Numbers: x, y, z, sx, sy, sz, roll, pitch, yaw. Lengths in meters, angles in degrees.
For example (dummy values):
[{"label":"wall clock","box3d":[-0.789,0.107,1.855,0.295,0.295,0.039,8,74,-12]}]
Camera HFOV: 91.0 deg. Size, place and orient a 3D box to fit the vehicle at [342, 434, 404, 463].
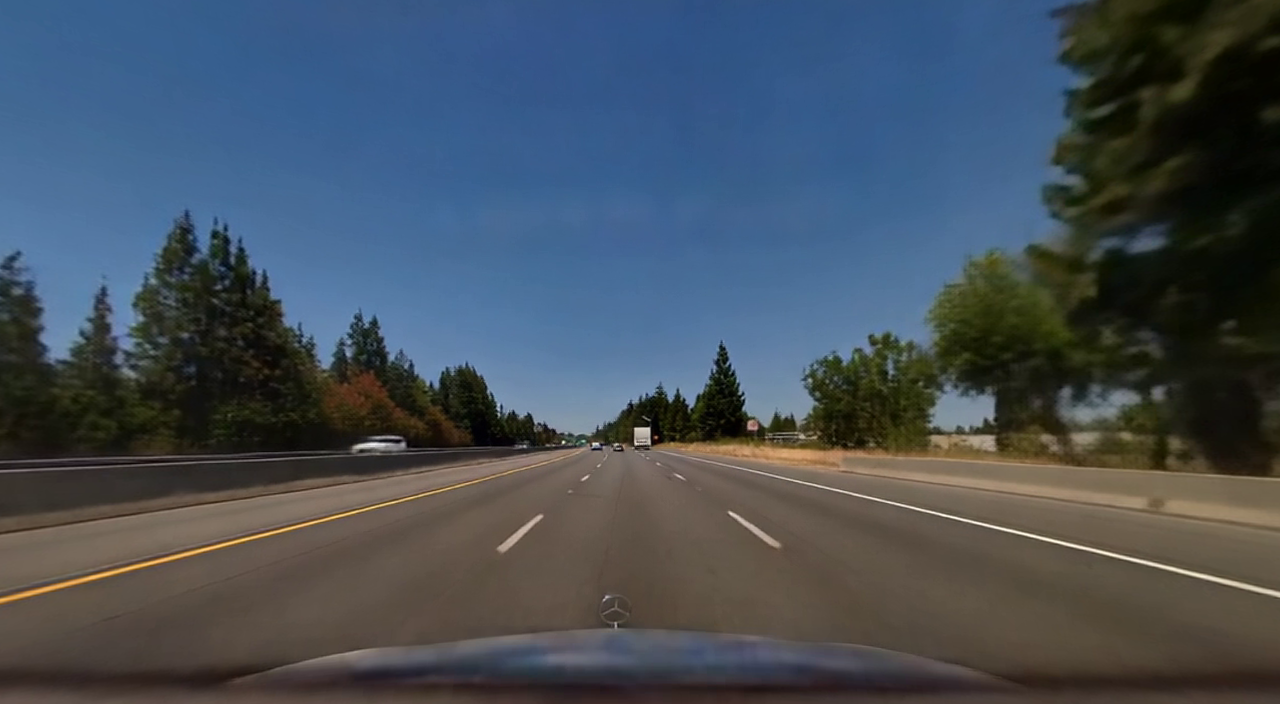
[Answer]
[{"label":"vehicle","box3d":[-17.692,6.400,41.937,2.037,1.828,4.941,0,-8,-1]}]
